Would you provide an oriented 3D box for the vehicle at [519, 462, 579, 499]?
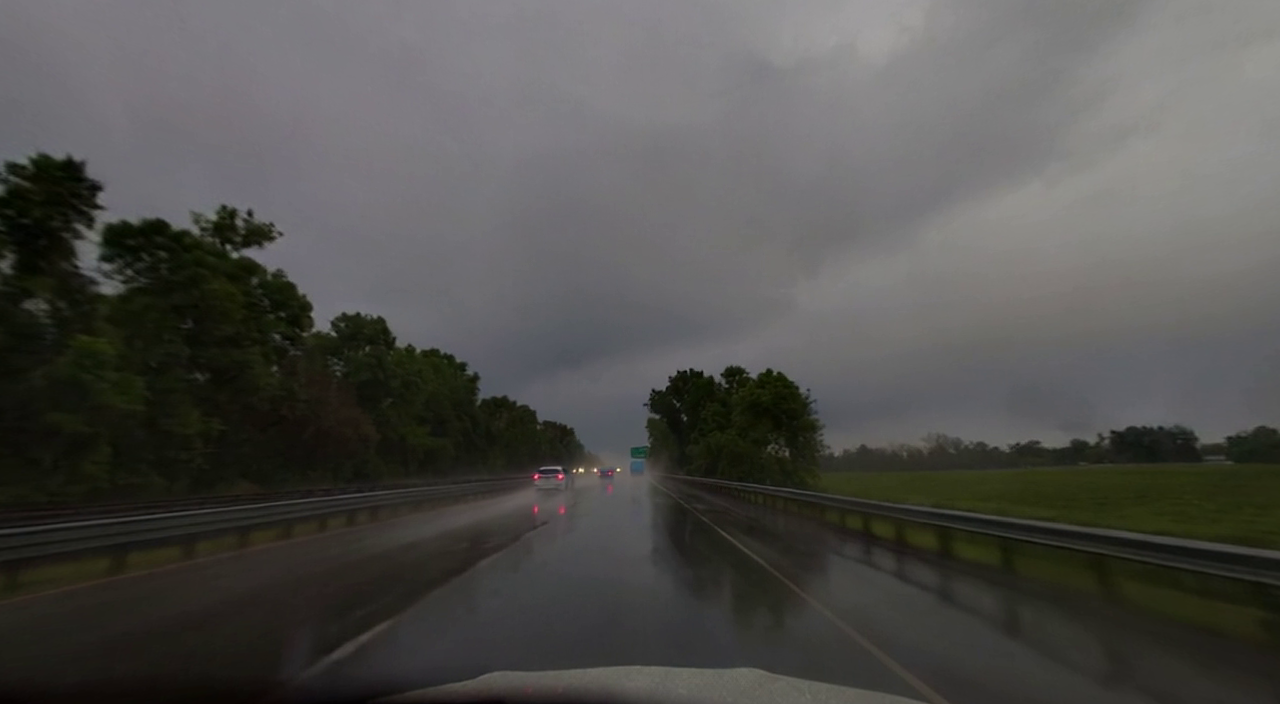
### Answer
[{"bbox_3d":[-4.144,5.959,29.380,2.040,1.525,4.603,1,-11,1],"label":"vehicle"}]
